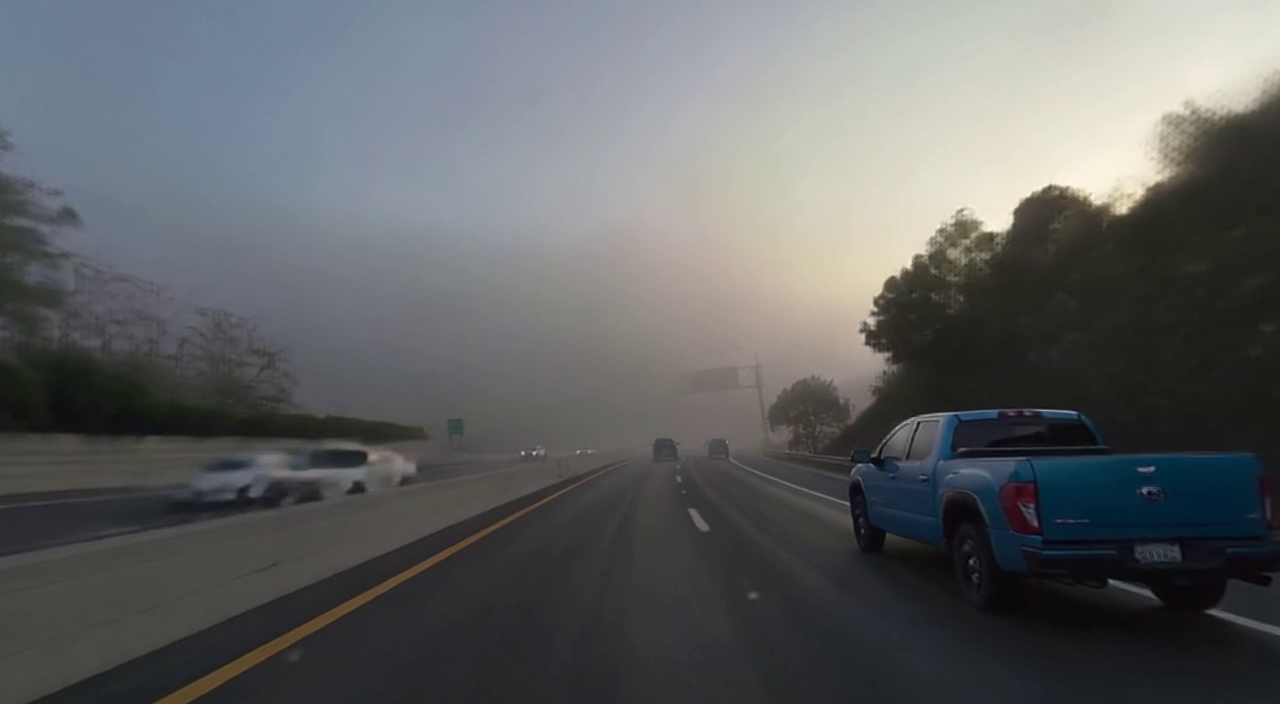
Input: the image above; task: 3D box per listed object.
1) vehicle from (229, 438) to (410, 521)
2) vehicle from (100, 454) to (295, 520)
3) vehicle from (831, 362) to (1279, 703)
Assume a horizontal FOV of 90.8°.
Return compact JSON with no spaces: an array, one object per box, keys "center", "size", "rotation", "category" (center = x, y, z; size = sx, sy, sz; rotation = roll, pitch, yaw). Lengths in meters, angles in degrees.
[{"center":[-7.872,3.143,16.169],"size":[2.041,1.776,4.570],"rotation":[-1,-9,3],"category":"vehicle"},{"center":[-11.531,3.511,16.969],"size":[1.879,1.455,4.538],"rotation":[0,-9,1],"category":"vehicle"},{"center":[3.553,1.268,5.656],"size":[2.151,1.744,4.709],"rotation":[0,-9,-1],"category":"vehicle"}]
